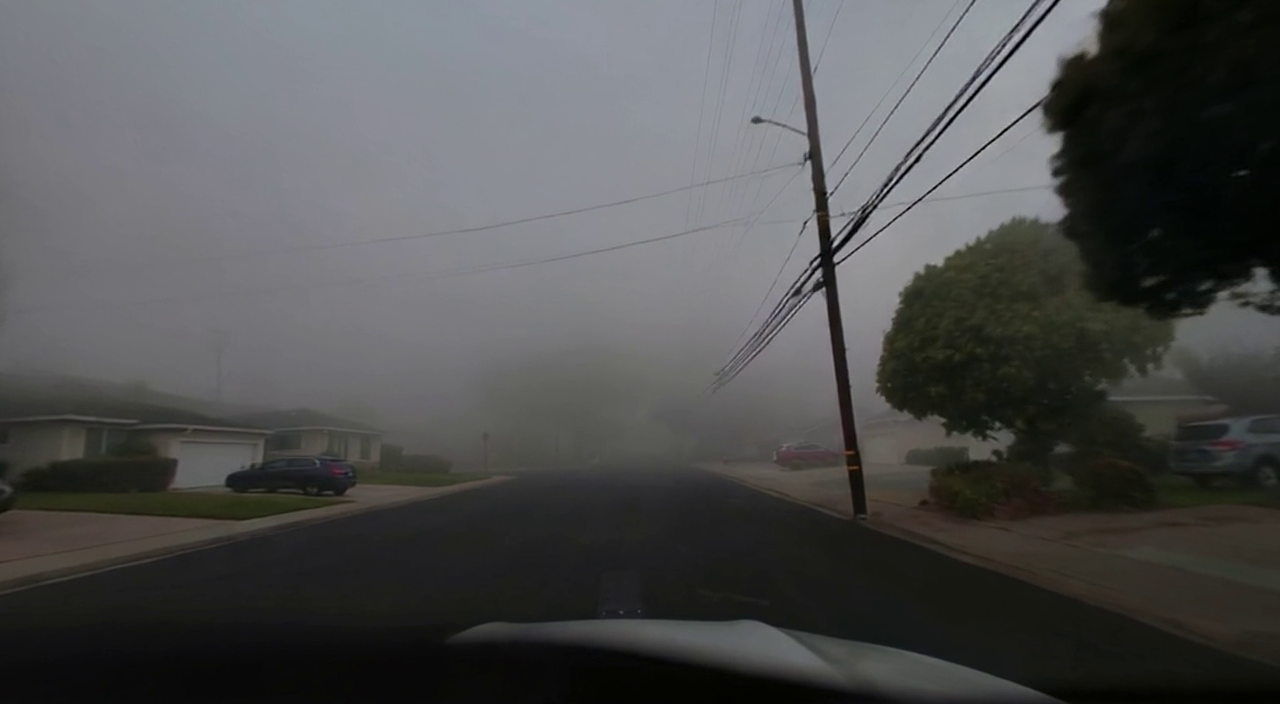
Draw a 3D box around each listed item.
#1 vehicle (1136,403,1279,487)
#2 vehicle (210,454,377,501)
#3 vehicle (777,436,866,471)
[{"bbox_3d":[14.531,2.152,14.502,4.373,1.759,2.093,0,-9,3],"label":"vehicle"},{"bbox_3d":[-12.536,4.552,23.083,4.893,1.567,2.105,-1,-9,5],"label":"vehicle"},{"bbox_3d":[10.605,5.964,37.251,4.686,1.786,2.019,-3,-9,6],"label":"vehicle"}]
